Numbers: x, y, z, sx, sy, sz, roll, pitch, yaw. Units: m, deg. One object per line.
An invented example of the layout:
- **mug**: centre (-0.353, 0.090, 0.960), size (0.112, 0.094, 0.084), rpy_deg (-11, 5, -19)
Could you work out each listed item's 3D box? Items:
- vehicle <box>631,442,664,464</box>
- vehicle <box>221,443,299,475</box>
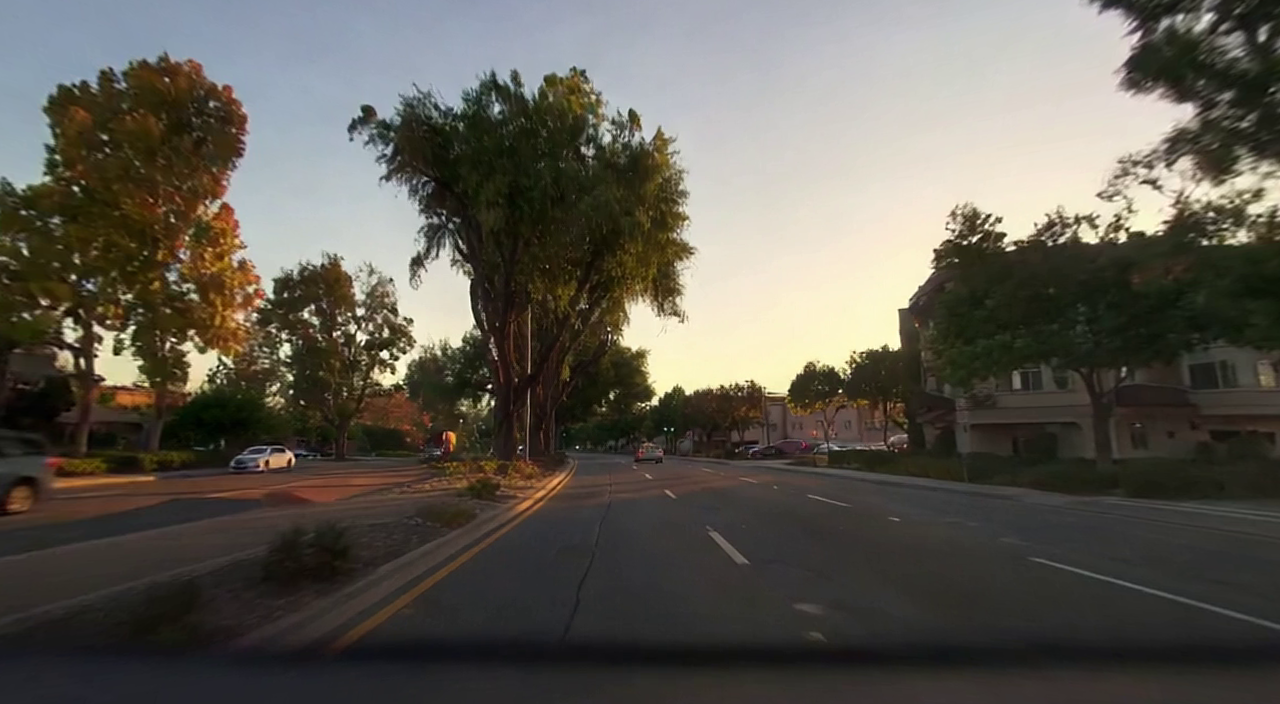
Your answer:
- **vehicle**: centre (0.481, 7.288, 45.595), size (1.913, 1.473, 4.360), rpy_deg (1, -9, -6)
- **vehicle**: centre (-21.051, 5.903, 35.231), size (1.874, 1.651, 4.259), rpy_deg (0, -9, -4)
